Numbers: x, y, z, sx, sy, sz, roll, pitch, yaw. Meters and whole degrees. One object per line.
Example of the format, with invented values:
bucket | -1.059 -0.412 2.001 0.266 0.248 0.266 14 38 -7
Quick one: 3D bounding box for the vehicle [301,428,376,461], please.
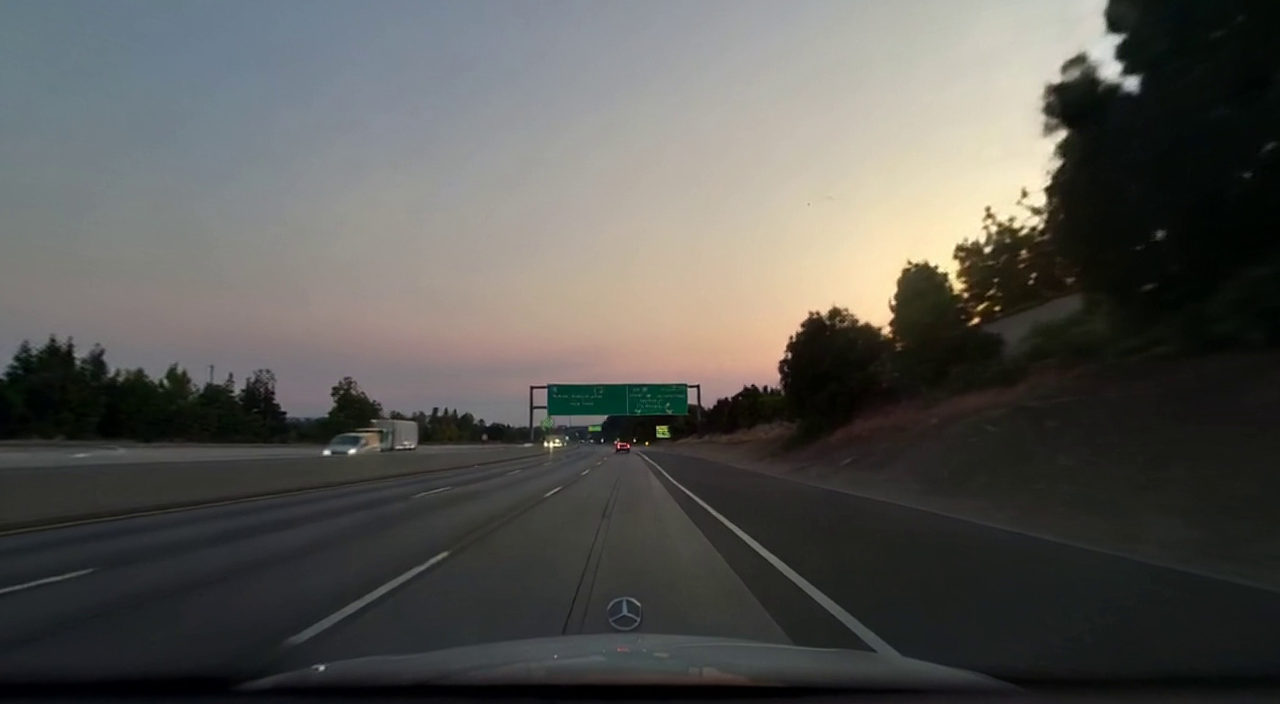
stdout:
vehicle | -22.052 6.829 46.530 2.297 2.239 6.653 0 -9 -1
